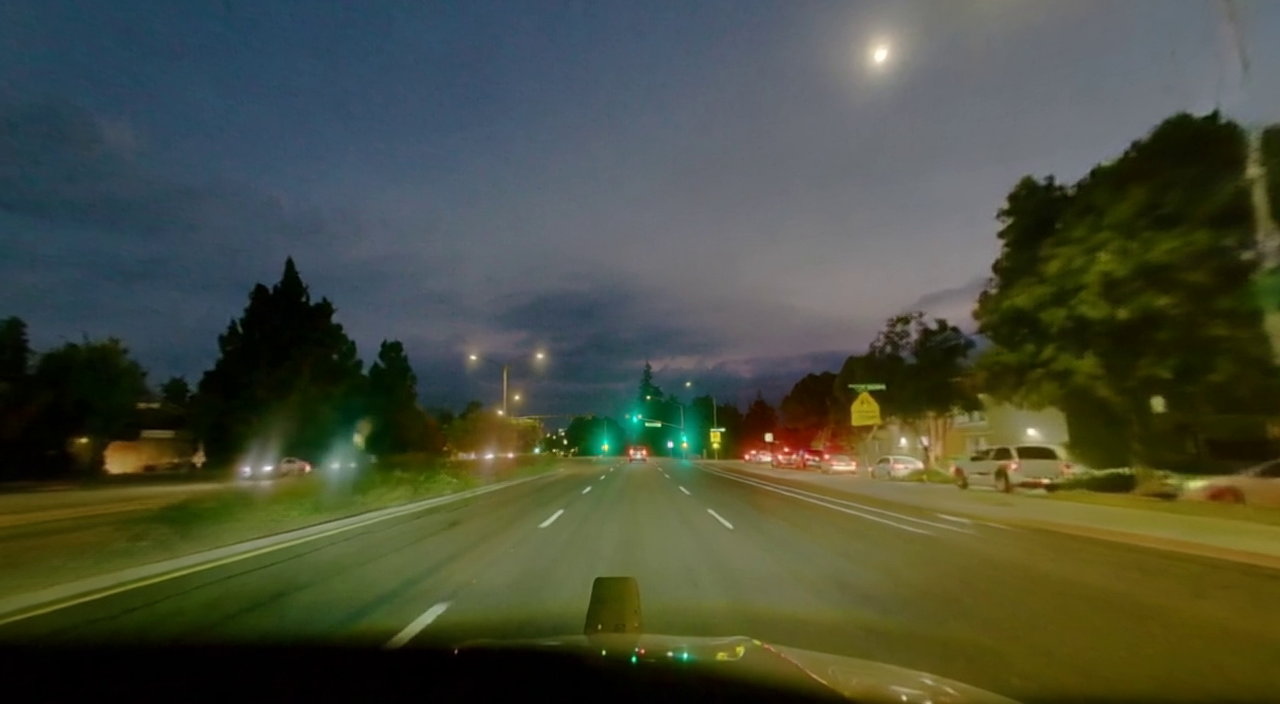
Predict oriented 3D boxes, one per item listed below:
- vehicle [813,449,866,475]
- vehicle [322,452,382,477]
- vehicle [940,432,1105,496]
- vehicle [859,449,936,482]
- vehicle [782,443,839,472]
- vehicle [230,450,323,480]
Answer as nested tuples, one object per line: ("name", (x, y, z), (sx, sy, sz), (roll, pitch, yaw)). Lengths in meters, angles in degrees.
("vehicle", (12.349, 6.835, 39.378), (1.836, 1.448, 4.624), (-1, -9, 1))
("vehicle", (-19.078, 7.449, 42.087), (1.815, 1.468, 4.398), (0, -9, 1))
("vehicle", (13.138, 3.854, 22.230), (2.047, 1.950, 5.112), (1, -9, -9))
("vehicle", (12.728, 5.625, 31.608), (1.916, 1.452, 4.651), (0, -9, 1))
("vehicle", (12.521, 7.844, 46.909), (2.386, 1.919, 6.109), (-1, -10, -1))
("vehicle", (-24.435, 7.604, 42.814), (2.224, 1.795, 5.809), (-2, -9, 9))
